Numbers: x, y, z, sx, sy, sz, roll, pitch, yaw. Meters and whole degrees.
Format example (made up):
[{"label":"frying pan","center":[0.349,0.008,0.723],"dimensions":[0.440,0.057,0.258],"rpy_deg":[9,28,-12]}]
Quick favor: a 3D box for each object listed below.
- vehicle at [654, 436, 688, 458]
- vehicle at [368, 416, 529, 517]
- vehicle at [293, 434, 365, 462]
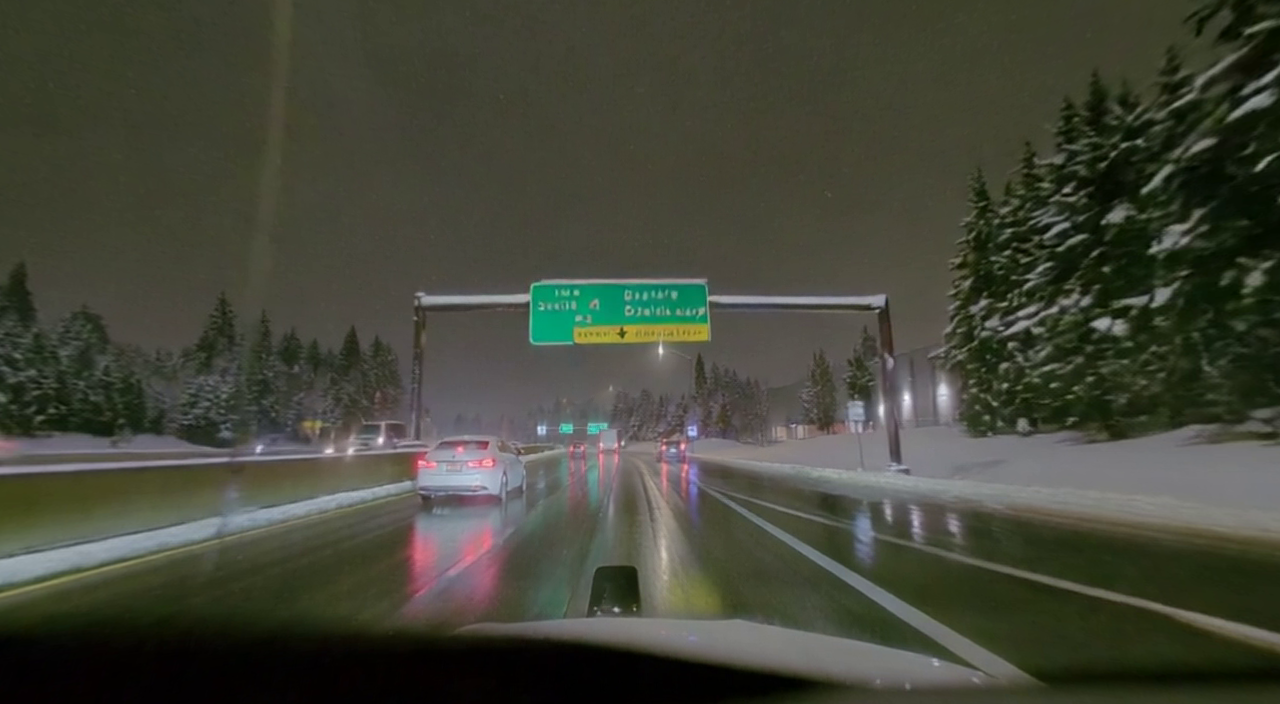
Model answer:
[{"label":"vehicle","center":[2.326,7.388,49.039],"dimensions":[2.078,1.608,3.982],"rpy_deg":[1,-8,-6]},{"label":"vehicle","center":[-3.747,2.314,13.273],"dimensions":[2.080,1.733,4.410],"rpy_deg":[0,-8,-1]},{"label":"vehicle","center":[-18.208,5.645,37.106],"dimensions":[2.048,1.538,4.632],"rpy_deg":[0,-8,-2]}]
